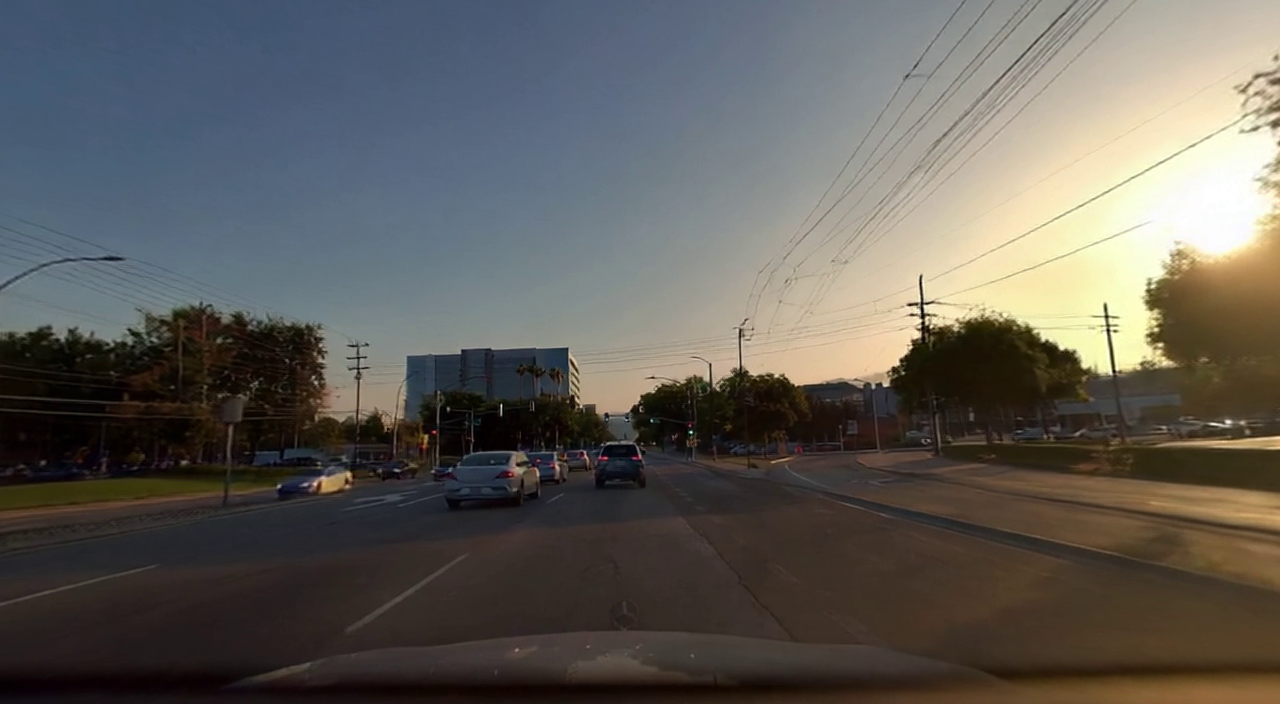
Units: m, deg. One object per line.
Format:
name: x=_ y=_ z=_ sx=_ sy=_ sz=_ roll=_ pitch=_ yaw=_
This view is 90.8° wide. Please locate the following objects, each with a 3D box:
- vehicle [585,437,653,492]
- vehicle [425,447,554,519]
vehicle: x=-0.707 y=4.106 z=23.406 sx=2.276 sy=1.850 sz=3.897 roll=0 pitch=-8 yaw=0
vehicle: x=-3.483 y=3.105 z=15.589 sx=2.064 sy=1.464 sz=4.373 roll=0 pitch=-8 yaw=1
